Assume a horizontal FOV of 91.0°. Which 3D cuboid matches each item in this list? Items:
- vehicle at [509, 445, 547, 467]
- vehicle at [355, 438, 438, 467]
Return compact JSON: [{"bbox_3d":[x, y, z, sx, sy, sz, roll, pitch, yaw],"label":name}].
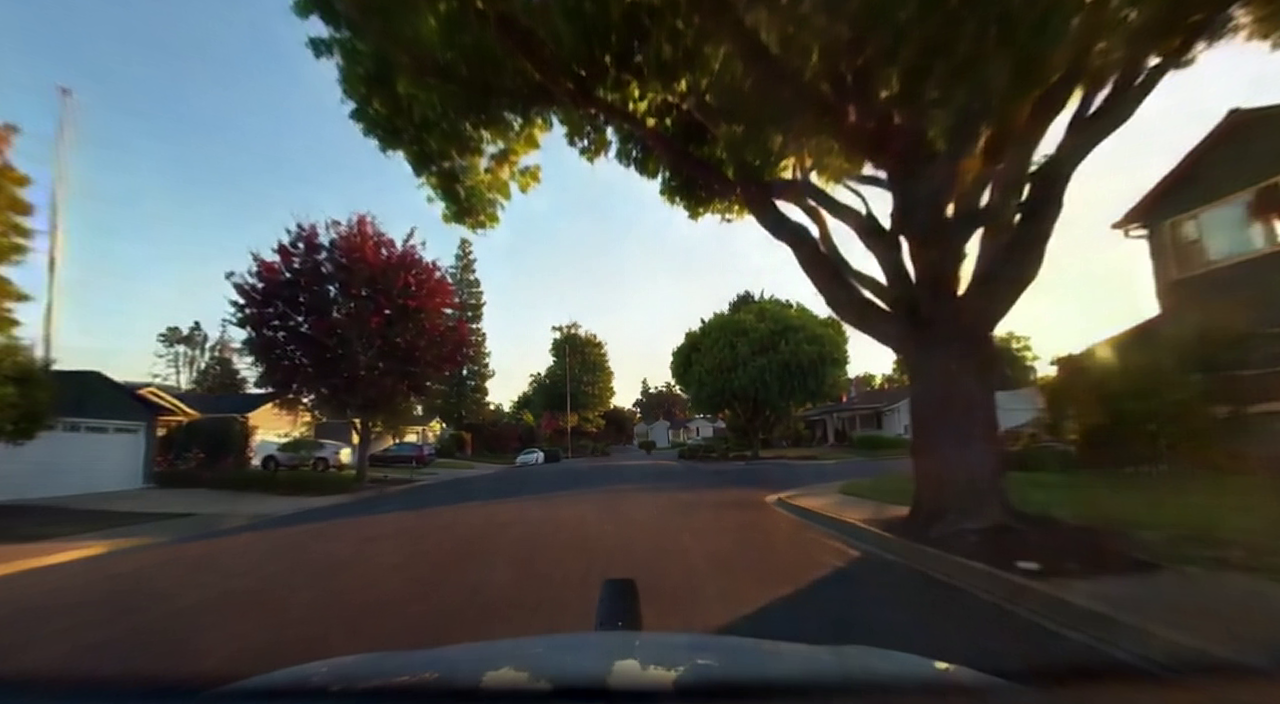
[{"bbox_3d":[-8.231,7.667,46.749,2.040,1.525,5.212,0,-9,-2],"label":"vehicle"},{"bbox_3d":[-16.068,6.658,41.724,4.683,1.849,2.044,1,-9,-4],"label":"vehicle"}]
